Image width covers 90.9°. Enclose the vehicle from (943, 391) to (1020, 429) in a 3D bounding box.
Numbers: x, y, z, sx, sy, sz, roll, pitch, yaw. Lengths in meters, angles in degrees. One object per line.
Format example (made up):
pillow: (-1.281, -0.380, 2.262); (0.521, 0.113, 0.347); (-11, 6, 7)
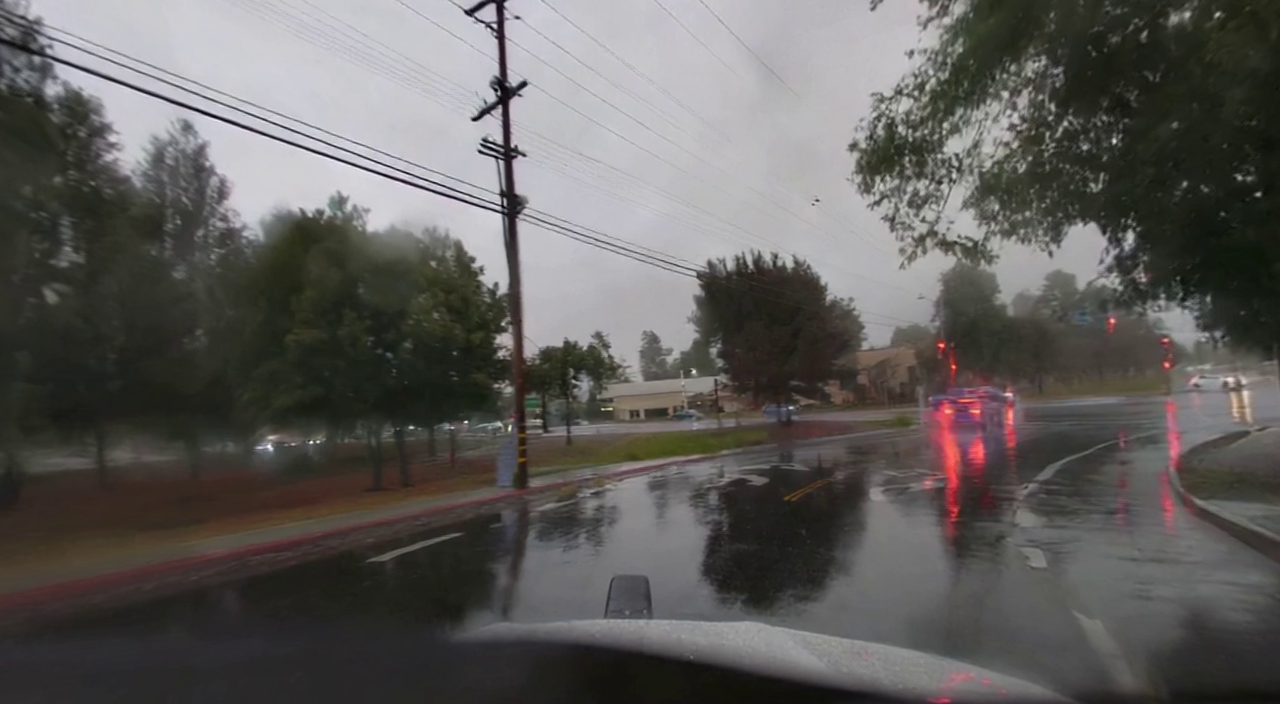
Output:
vehicle: (17.934, 3.103, 33.025); (4.704, 1.726, 1.928); (7, -11, -41)
